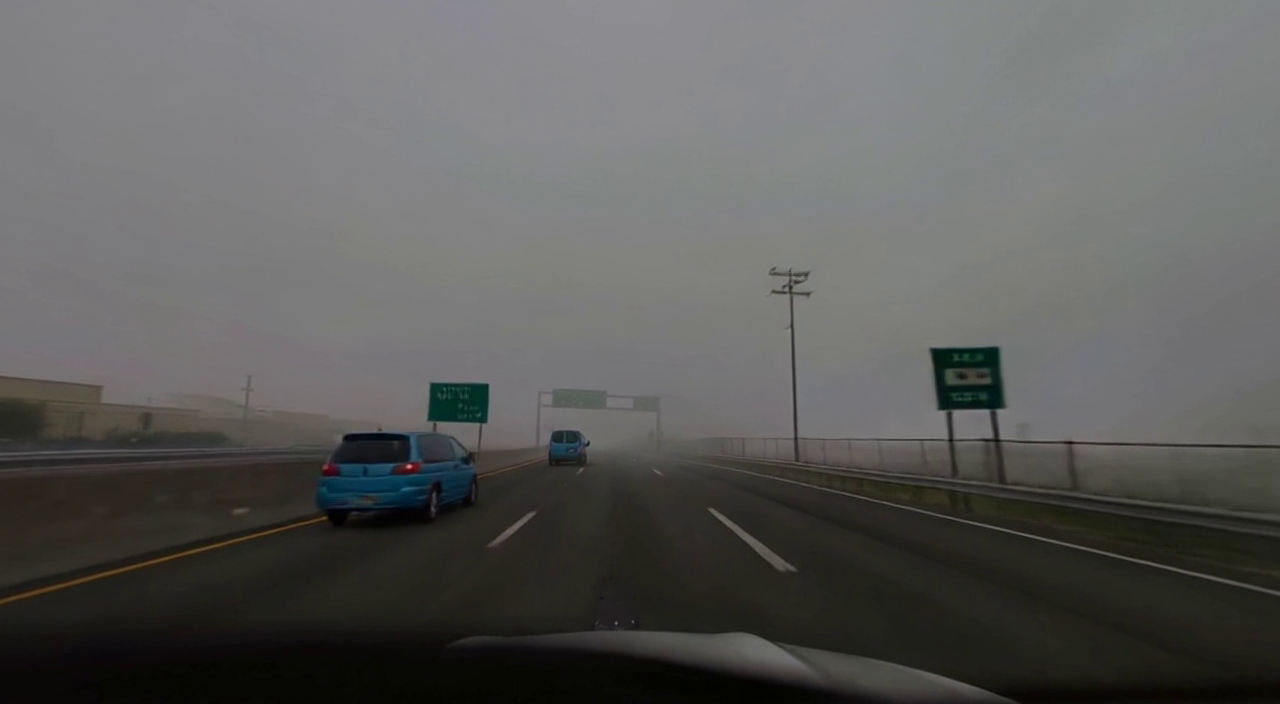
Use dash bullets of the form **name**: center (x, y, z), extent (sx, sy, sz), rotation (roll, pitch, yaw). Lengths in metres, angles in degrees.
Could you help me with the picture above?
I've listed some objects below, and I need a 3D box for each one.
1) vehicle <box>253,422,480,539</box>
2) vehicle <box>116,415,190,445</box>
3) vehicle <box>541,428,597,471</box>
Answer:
- **vehicle**: center (-4.247, 2.045, 10.670), extent (2.045, 1.547, 4.162), rotation (0, -8, -1)
- **vehicle**: center (-37.845, 6.036, 49.046), extent (2.103, 2.009, 4.997), rotation (6, -7, -7)
- **vehicle**: center (-3.417, 4.790, 31.147), extent (2.260, 1.901, 4.665), rotation (-1, -8, -1)
